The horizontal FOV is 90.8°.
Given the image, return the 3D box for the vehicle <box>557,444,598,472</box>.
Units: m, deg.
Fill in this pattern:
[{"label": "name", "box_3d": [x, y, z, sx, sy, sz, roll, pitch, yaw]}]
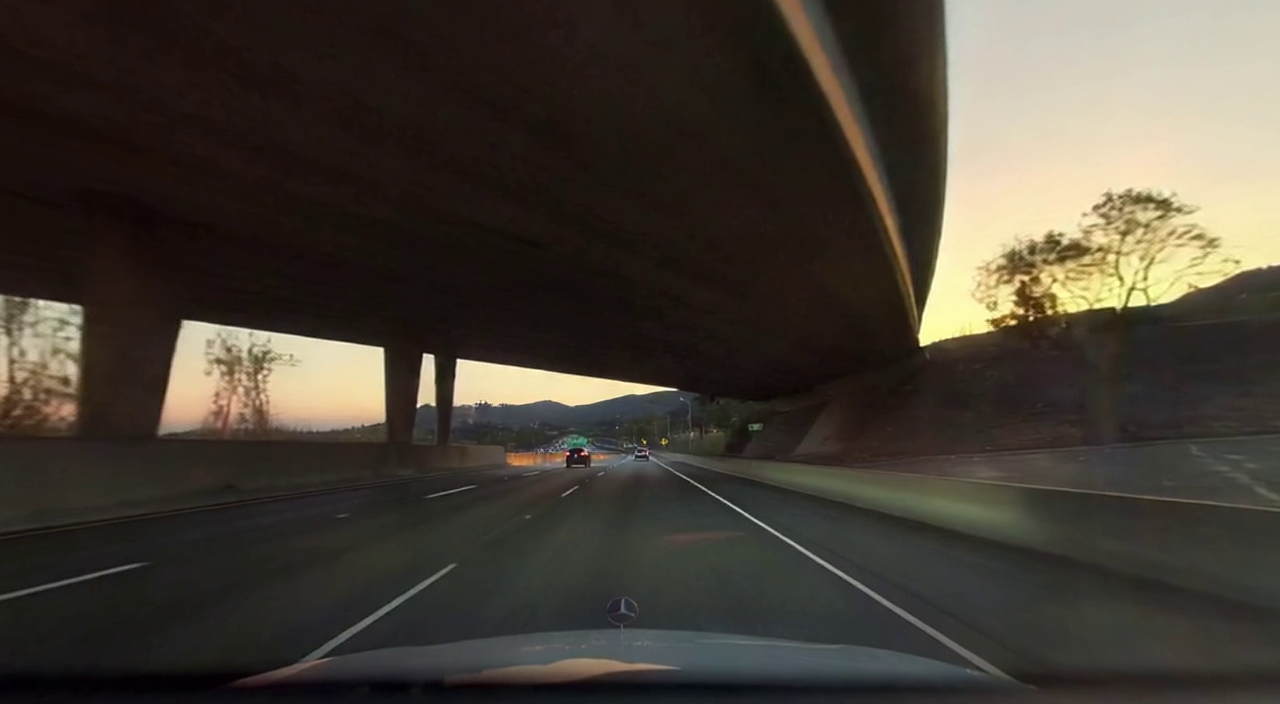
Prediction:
[{"label": "vehicle", "box_3d": [-4.238, 7.333, 43.881, 2.272, 1.759, 5.058, 0, -9, 1]}]
